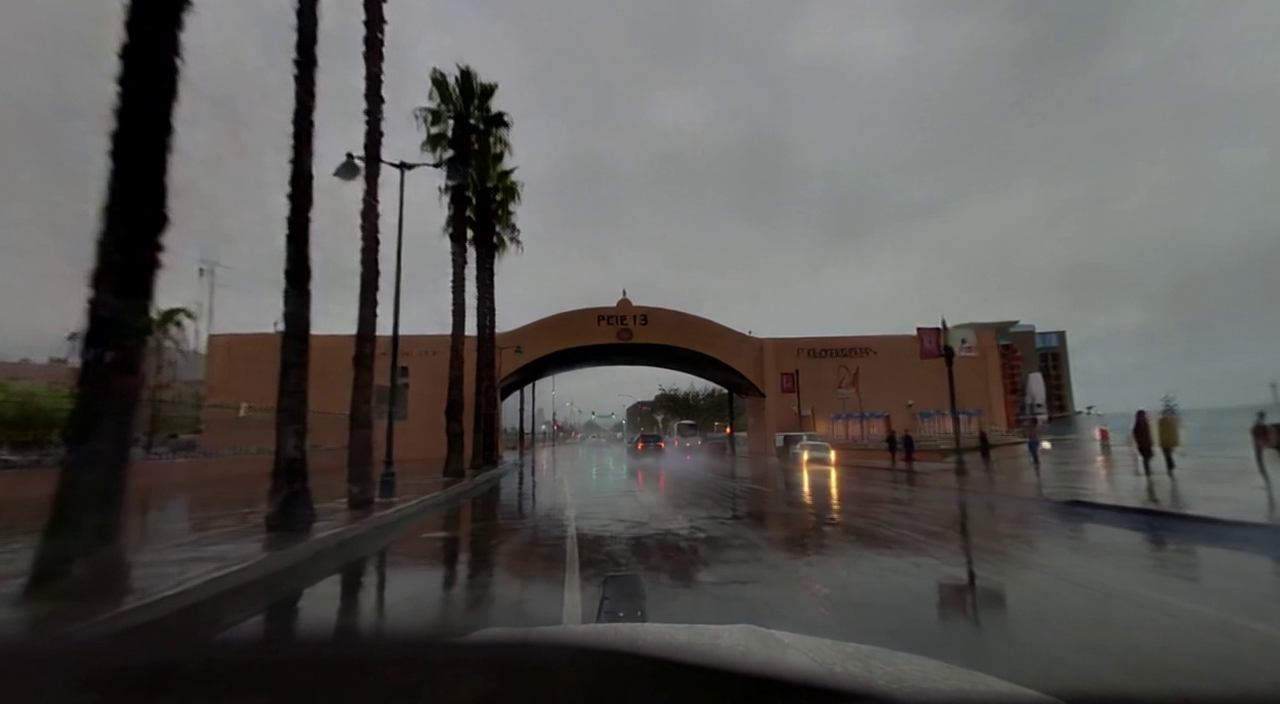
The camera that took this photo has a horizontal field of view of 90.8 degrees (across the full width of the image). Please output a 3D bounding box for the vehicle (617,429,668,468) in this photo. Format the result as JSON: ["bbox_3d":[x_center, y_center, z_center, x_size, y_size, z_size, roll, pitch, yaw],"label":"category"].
[{"bbox_3d":[0.010,5.648,37.062,2.284,2.010,6.670,1,-9,-6],"label":"vehicle"}]

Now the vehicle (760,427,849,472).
[{"bbox_3d":[8.205,4.956,32.242,2.417,2.030,5.711,1,-9,-7],"label":"vehicle"}]
